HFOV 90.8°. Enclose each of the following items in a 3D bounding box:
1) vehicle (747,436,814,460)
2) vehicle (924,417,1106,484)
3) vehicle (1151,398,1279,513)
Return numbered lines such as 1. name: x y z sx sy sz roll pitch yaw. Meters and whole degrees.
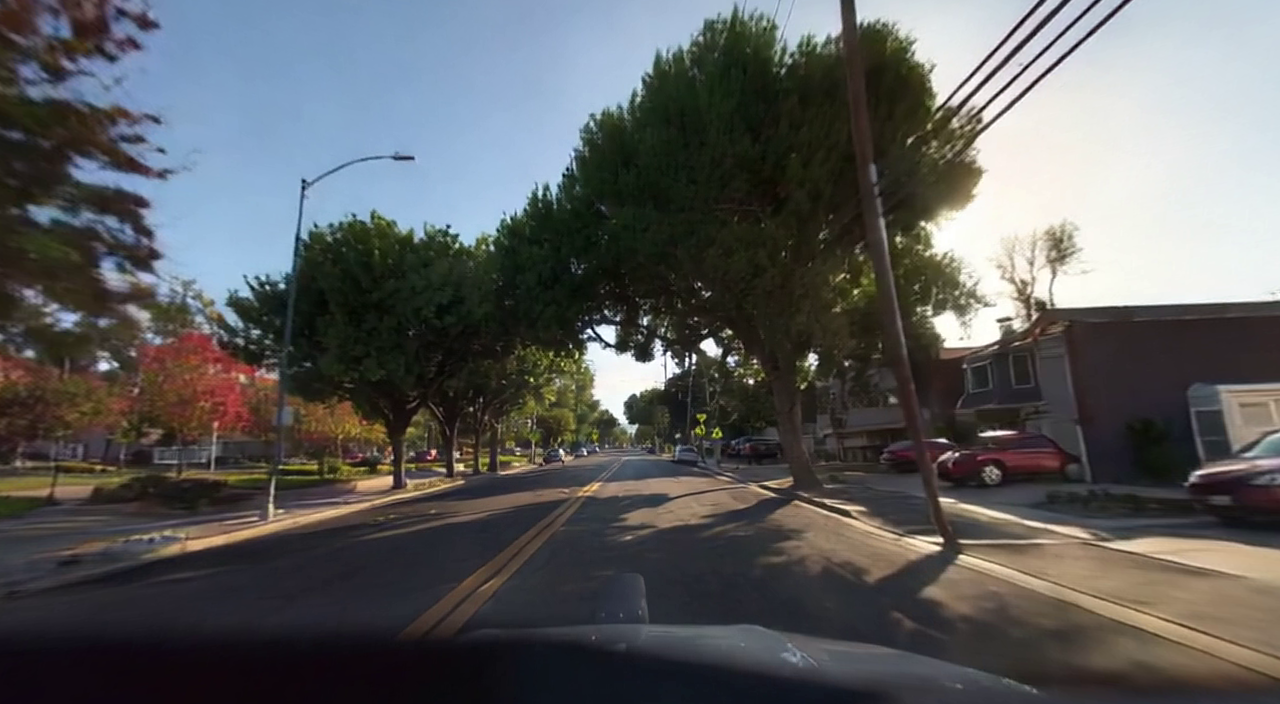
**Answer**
1. vehicle: 11.074 7.608 49.943 4.750 1.658 1.902 -2 -10 0
2. vehicle: 10.581 2.803 18.051 3.933 1.645 1.832 -2 -9 -2
3. vehicle: 11.091 1.649 10.248 3.873 1.675 1.913 0 -9 -1
